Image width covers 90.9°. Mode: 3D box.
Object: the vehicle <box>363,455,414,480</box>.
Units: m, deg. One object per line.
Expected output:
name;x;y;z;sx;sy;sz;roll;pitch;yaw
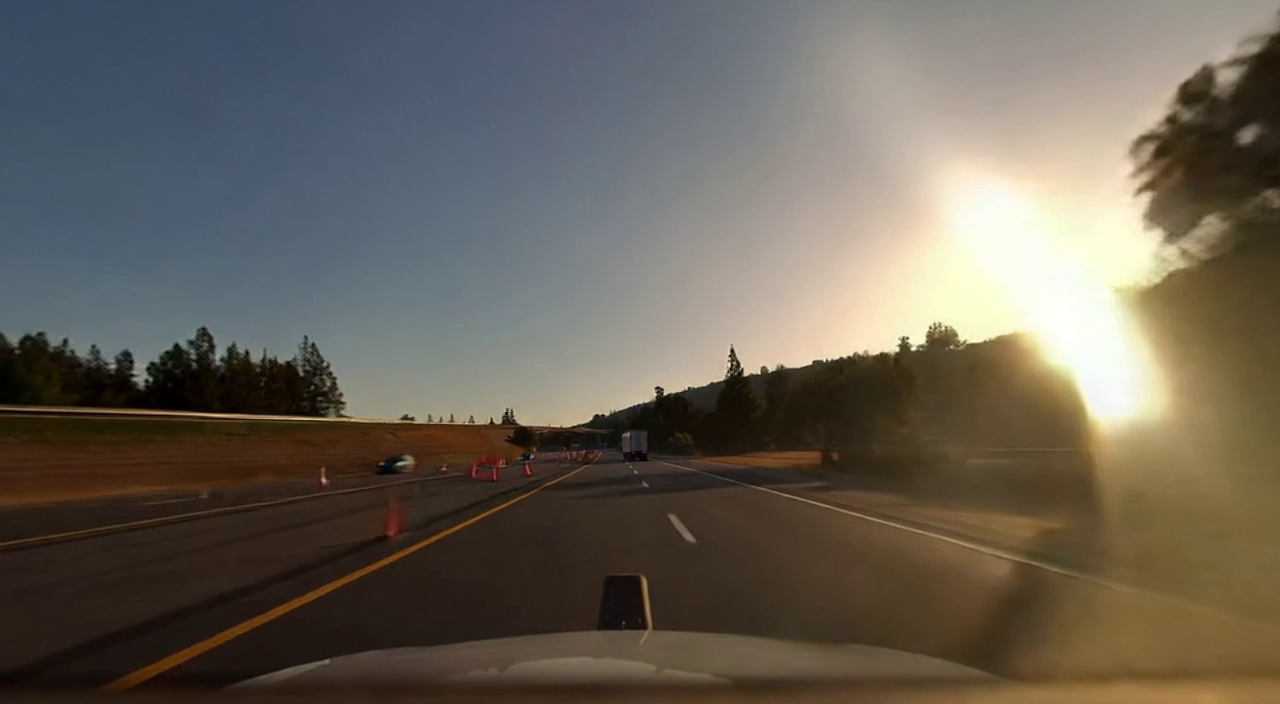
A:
vehicle;-16.227;7.455;40.871;1.753;1.445;3.967;0;-9;-2
